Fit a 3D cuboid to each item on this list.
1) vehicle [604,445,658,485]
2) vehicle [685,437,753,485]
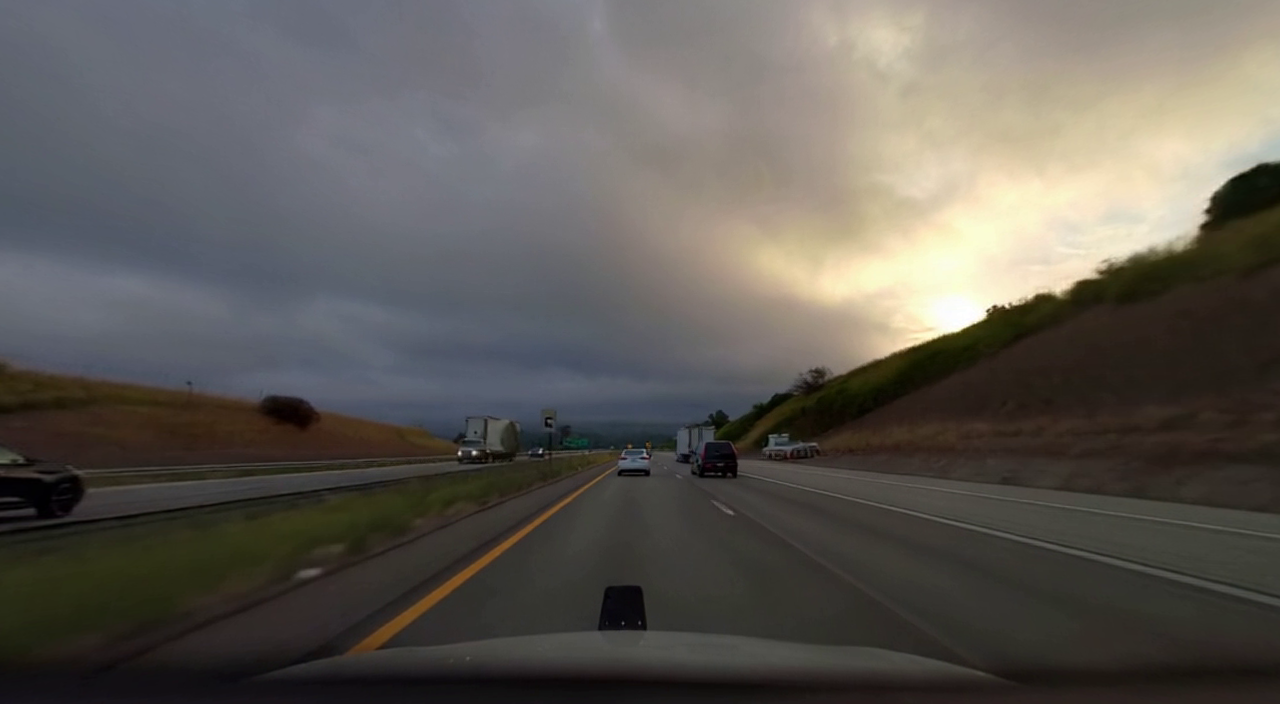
[{"bbox_3d":[-0.340,4.419,24.932,1.970,1.441,3.846,0,-9,-1],"label":"vehicle"},{"bbox_3d":[3.033,4.280,25.051,2.048,1.704,4.284,0,-9,-1],"label":"vehicle"}]
